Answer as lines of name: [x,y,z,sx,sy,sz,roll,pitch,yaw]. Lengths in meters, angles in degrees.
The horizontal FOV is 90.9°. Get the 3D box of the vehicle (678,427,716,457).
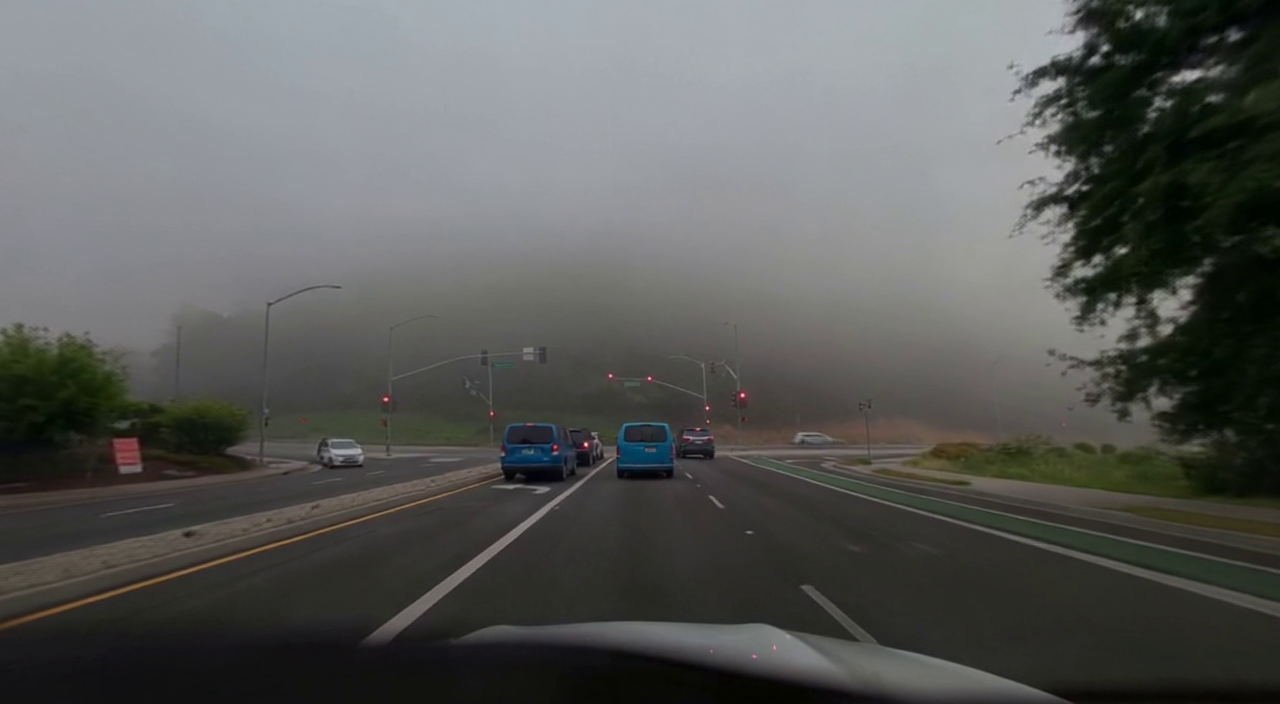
vehicle: [3.239,5.231,36.521,1.817,1.662,3.843,0,-8,-1]

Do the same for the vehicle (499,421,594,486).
vehicle: [-2.776,3.153,19.812,2.131,1.783,4.540,-1,-8,2]

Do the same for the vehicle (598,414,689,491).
vehicle: [0.154,2.724,17.336,2.185,1.822,4.391,0,-8,2]

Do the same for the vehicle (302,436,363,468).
vehicle: [-18.169,5.886,37.164,2.053,1.754,4.717,7,-11,-39]
